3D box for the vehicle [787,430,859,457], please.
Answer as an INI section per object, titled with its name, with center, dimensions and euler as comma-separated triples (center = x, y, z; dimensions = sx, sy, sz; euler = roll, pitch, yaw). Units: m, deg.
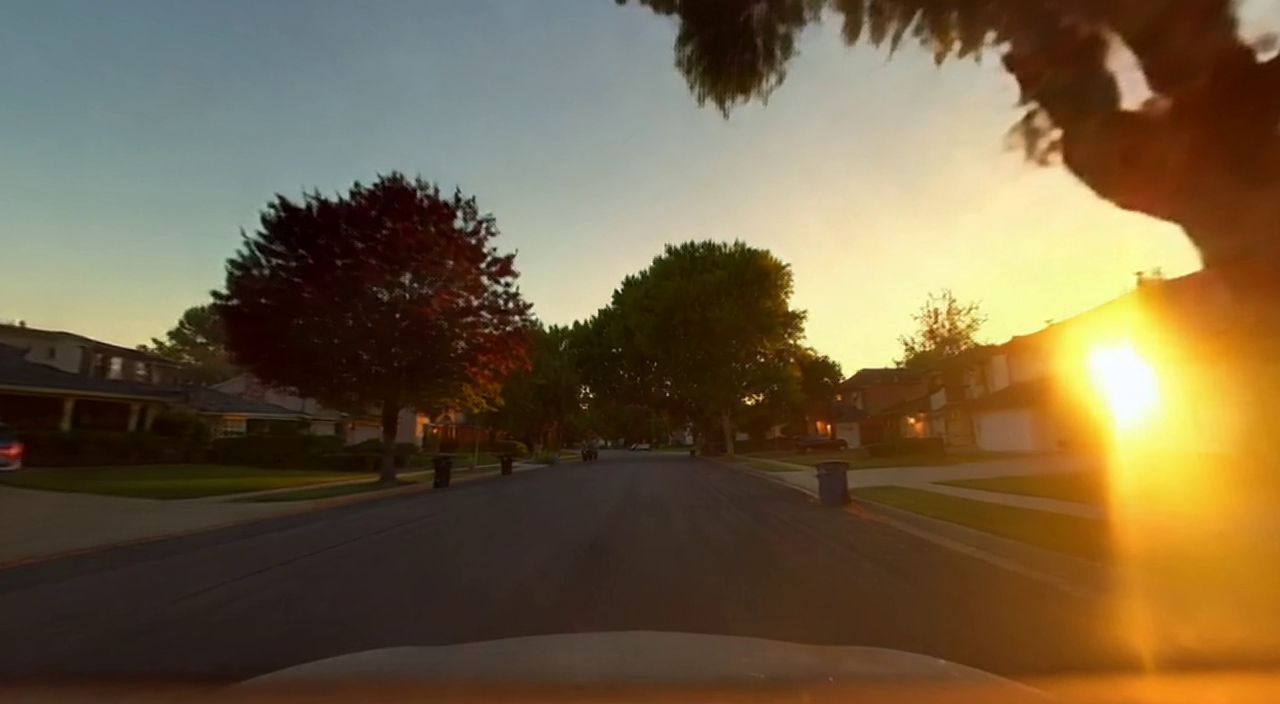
[vehicle]
center = 13.312, 6.714, 46.077
dimensions = 4.581, 1.853, 2.024
euler = 2, -8, -6
